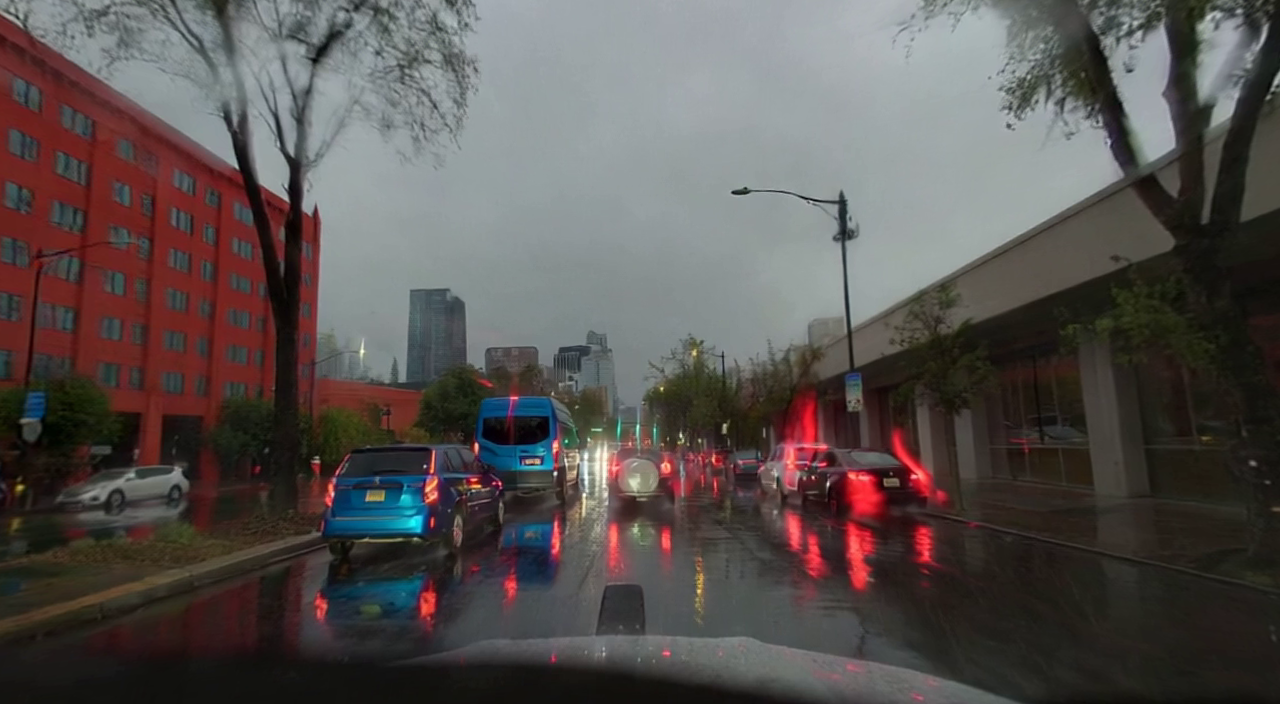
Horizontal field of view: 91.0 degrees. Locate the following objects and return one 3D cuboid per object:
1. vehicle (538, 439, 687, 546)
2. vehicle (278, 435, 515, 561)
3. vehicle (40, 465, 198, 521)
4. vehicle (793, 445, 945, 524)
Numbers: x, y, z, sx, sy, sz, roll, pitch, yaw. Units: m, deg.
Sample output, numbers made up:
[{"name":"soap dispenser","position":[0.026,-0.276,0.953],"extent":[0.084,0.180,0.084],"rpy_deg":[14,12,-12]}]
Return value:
[{"name":"vehicle","position":[-0.393,2.348,11.231],"extent":[2.152,1.518,4.113],"rpy_deg":[0,-9,0]},{"name":"vehicle","position":[-3.517,2.181,10.200],"extent":[1.995,1.554,4.426],"rpy_deg":[0,-9,1]},{"name":"vehicle","position":[-17.878,4.800,21.933],"extent":[1.802,1.609,4.284],"rpy_deg":[0,-9,0]},{"name":"vehicle","position":[4.902,2.864,14.176],"extent":[1.832,1.491,4.054],"rpy_deg":[1,-9,-1]}]
